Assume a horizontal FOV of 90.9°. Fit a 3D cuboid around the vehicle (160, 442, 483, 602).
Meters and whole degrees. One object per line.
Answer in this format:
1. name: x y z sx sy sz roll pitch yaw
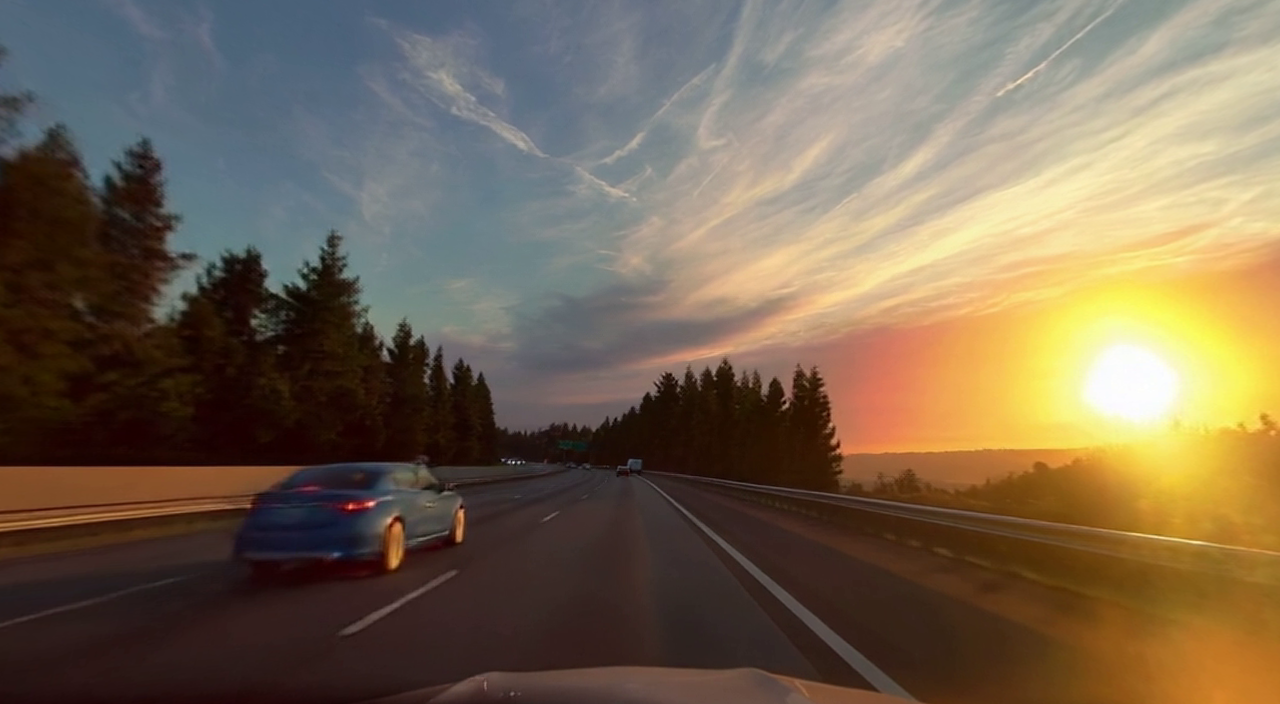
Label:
1. vehicle: -3.500 1.969 7.914 2.040 1.465 3.744 1 -11 0
